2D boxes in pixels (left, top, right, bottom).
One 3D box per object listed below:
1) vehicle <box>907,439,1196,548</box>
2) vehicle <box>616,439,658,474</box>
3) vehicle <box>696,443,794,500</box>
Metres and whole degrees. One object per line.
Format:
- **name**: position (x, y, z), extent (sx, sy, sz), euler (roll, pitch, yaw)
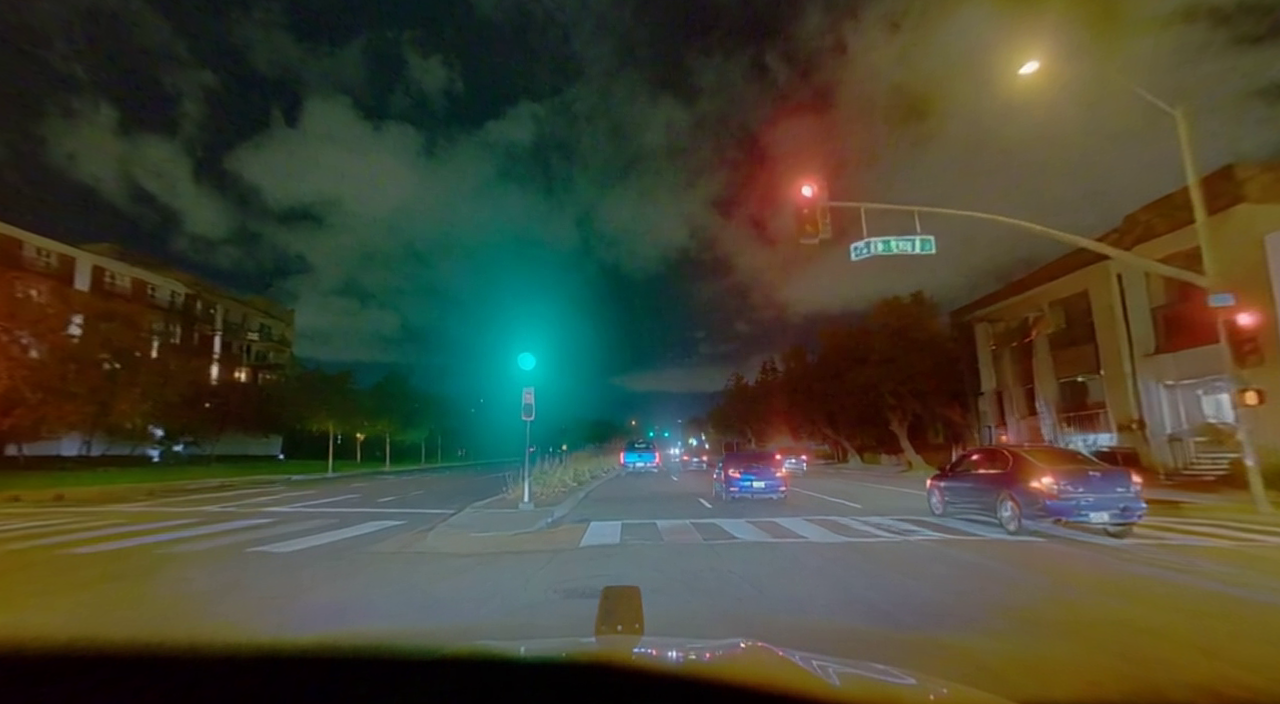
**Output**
- **vehicle**: position (6.604, 2.271, 10.969), extent (1.855, 1.469, 4.598), euler (0, -8, -1)
- **vehicle**: position (-0.189, 6.069, 36.978), extent (2.344, 1.883, 4.572), euler (0, -8, -1)
- **vehicle**: position (2.941, 3.458, 18.767), extent (2.057, 1.463, 4.365), euler (0, -8, -2)
